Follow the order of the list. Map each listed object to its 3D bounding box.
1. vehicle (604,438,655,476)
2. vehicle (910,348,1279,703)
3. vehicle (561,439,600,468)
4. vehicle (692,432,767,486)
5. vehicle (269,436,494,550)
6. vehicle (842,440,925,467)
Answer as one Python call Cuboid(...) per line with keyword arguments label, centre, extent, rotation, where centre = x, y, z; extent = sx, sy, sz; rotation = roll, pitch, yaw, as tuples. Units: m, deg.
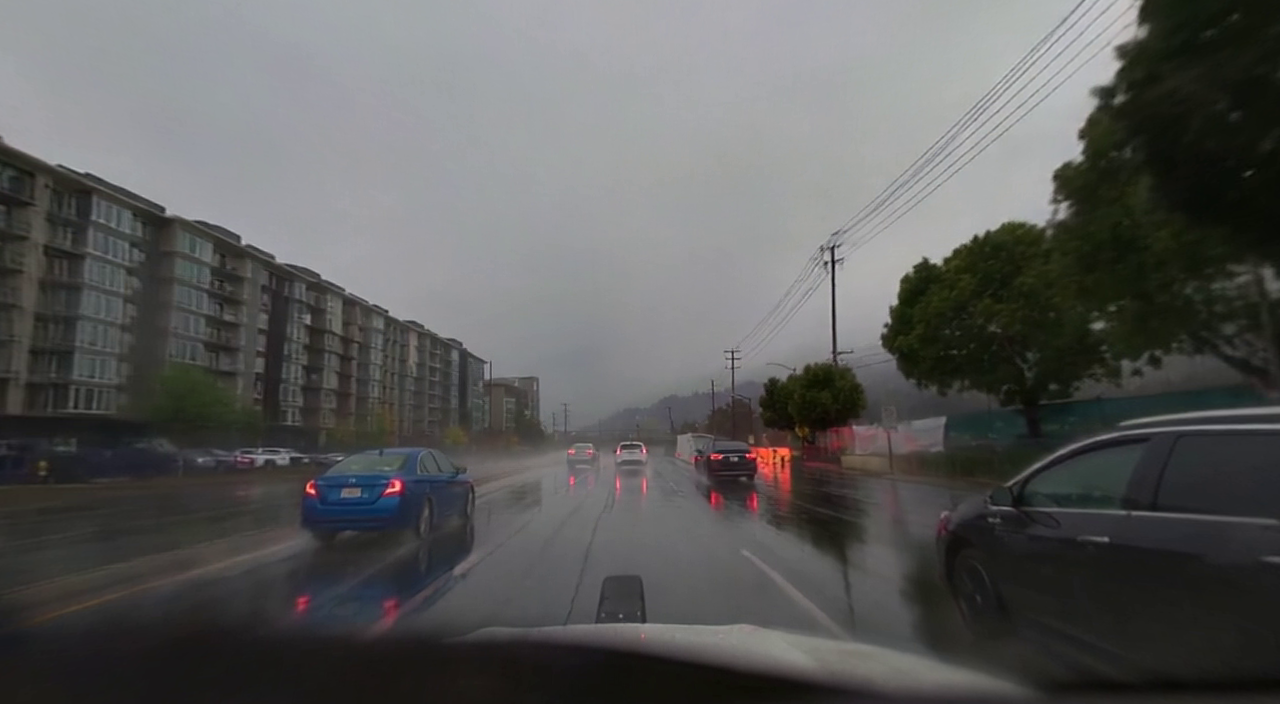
Cuboid(label="vehicle", centre=(-0.479, 5.067, 30.652), extent=(2.291, 1.714, 4.217), rotation=(0, -9, -1))
Cuboid(label="vehicle", centre=(3.157, 0.922, 2.976), extent=(1.975, 1.598, 4.025), rotation=(0, -9, 0))
Cuboid(label="vehicle", centre=(-3.992, 6.939, 43.174), extent=(2.190, 1.832, 4.417), rotation=(0, -9, 0))
Cuboid(label="vehicle", centre=(3.190, 3.921, 23.366), extent=(2.029, 1.797, 4.218), rotation=(0, -9, -2))
Cuboid(label="vehicle", centre=(-3.901, 2.185, 10.486), extent=(1.968, 1.473, 4.209), rotation=(0, -9, 0))
Cuboid(label="vehicle", centre=(15.908, 6.647, 41.364), extent=(4.594, 1.664, 2.036), rotation=(-6, -11, 34))
